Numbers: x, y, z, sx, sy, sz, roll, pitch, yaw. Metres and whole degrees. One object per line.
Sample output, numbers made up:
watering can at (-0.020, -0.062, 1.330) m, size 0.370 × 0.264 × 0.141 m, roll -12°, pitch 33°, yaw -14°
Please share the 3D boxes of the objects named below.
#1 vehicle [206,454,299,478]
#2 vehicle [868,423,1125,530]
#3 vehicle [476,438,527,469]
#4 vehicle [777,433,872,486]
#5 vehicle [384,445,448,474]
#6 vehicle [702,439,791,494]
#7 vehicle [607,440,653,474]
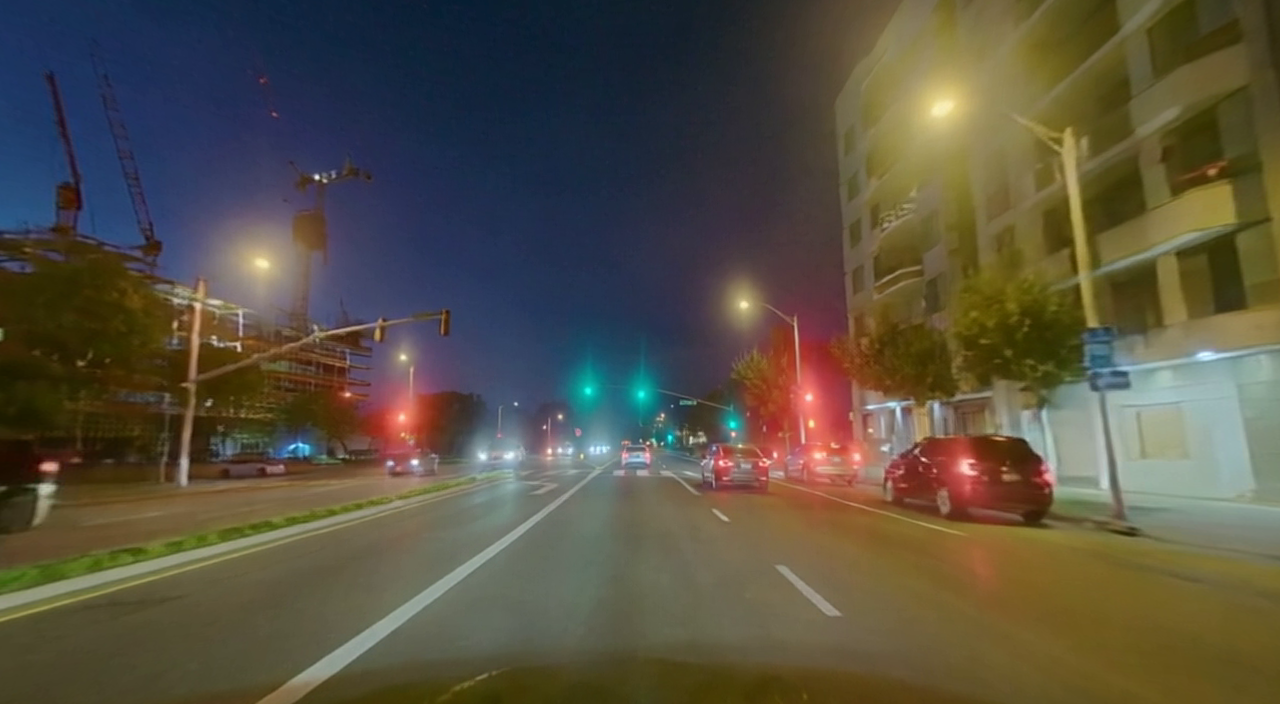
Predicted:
vehicle at (-24.406, 7.172, 39.911) m, size 4.575 × 1.414 × 1.895 m, roll 0°, pitch -9°, yaw -5°
vehicle at (7.328, 2.621, 13.996) m, size 2.317 × 1.852 × 5.530 m, roll 0°, pitch -9°, yaw -2°
vehicle at (-8.479, 6.246, 39.063) m, size 2.115 × 1.723 × 4.698 m, roll 0°, pitch -9°, yaw 0°
vehicle at (7.148, 4.240, 25.237) m, size 2.125 × 1.838 × 5.555 m, roll 0°, pitch -9°, yaw 0°
vehicle at (-12.620, 6.064, 35.864) m, size 1.943 × 1.473 × 4.463 m, roll 0°, pitch -9°, yaw 0°
vehicle at (3.105, 3.413, 19.232) m, size 1.910 × 1.474 × 4.003 m, roll 0°, pitch -9°, yaw -1°
vehicle at (-0.466, 4.938, 29.782) m, size 2.006 × 1.487 × 3.535 m, roll 0°, pitch -9°, yaw -1°
